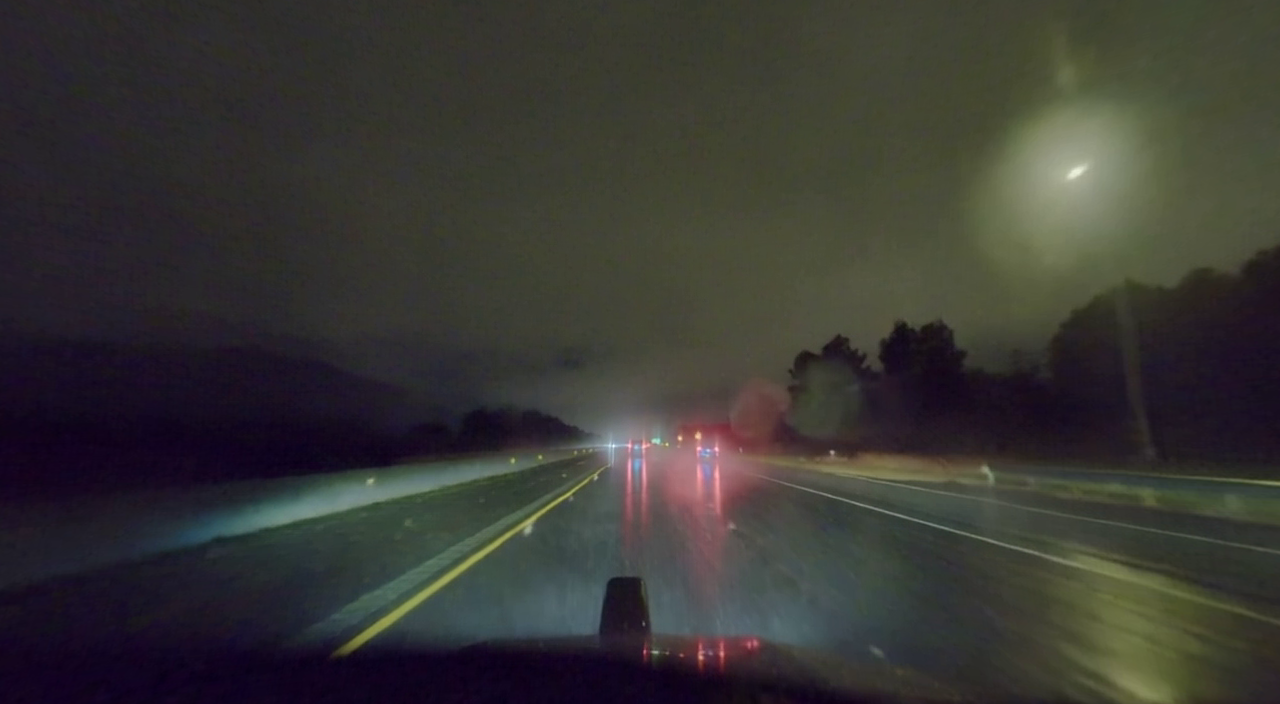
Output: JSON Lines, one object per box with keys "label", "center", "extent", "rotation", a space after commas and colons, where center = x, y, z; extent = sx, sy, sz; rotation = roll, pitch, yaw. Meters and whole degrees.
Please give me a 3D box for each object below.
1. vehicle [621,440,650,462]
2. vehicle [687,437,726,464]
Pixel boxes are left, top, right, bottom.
{"label": "vehicle", "center": [-0.279, 7.288, 46.504], "extent": [2.009, 1.554, 4.013], "rotation": [0, -8, 1]}
{"label": "vehicle", "center": [4.157, 6.264, 39.993], "extent": [2.037, 1.609, 4.036], "rotation": [0, -8, 0]}
